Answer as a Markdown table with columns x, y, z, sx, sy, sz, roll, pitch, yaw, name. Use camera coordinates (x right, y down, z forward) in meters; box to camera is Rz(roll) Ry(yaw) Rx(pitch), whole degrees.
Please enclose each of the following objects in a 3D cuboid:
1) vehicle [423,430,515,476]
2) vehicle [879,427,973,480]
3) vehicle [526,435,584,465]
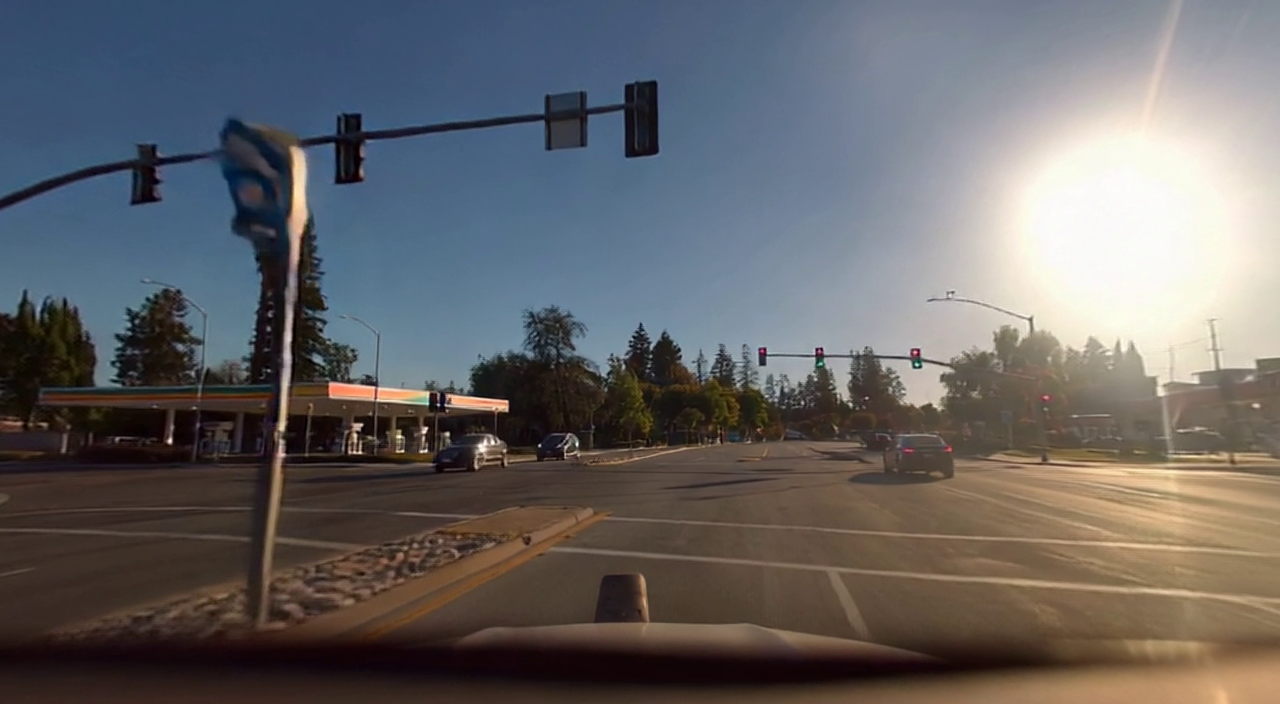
| x | y | z | sx | sy | sz | roll | pitch | yaw | name |
| --- | --- | --- | --- | --- | --- | --- | --- | --- | --- |
| -7.501 | 4.489 | 28.162 | 2.112 | 1.853 | 4.516 | -2 | -9 | 11 | vehicle |
| 10.209 | 3.630 | 22.752 | 2.090 | 1.717 | 4.063 | -1 | -9 | 10 | vehicle |
| -5.287 | 6.155 | 39.637 | 2.090 | 1.779 | 4.697 | -2 | -9 | 12 | vehicle |
